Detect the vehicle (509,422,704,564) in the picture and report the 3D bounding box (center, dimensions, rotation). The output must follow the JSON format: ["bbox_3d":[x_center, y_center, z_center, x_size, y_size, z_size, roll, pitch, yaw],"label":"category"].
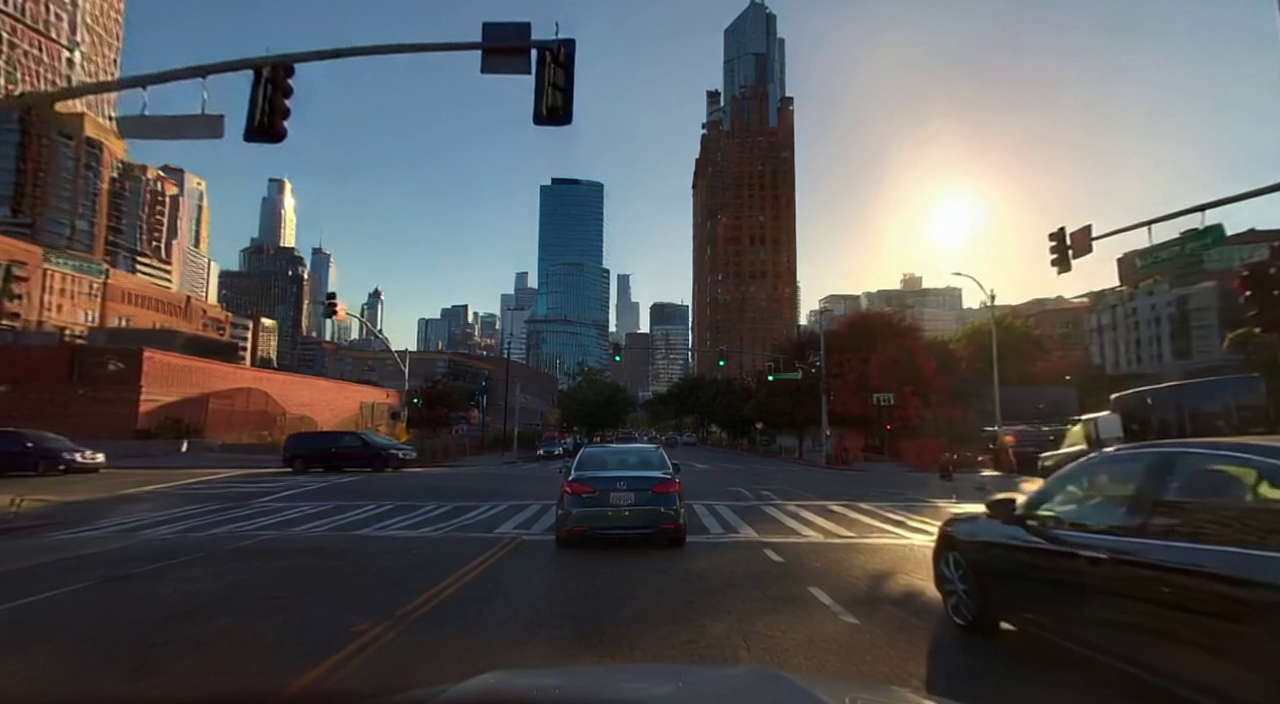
[{"bbox_3d":[-0.414,1.754,8.540,2.031,1.461,3.763,0,-8,-2],"label":"vehicle"}]

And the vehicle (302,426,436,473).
[{"bbox_3d":[-10.431,3.751,24.309,4.556,1.689,1.982,-3,-9,21],"label":"vehicle"}]

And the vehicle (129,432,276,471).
[{"bbox_3d":[-17.528,4.014,25.431,4.511,1.483,1.877,0,-8,1],"label":"vehicle"}]

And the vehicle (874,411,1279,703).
[{"bbox_3d":[3.229,1.156,3.723,1.942,1.443,4.468,0,-8,0],"label":"vehicle"}]
